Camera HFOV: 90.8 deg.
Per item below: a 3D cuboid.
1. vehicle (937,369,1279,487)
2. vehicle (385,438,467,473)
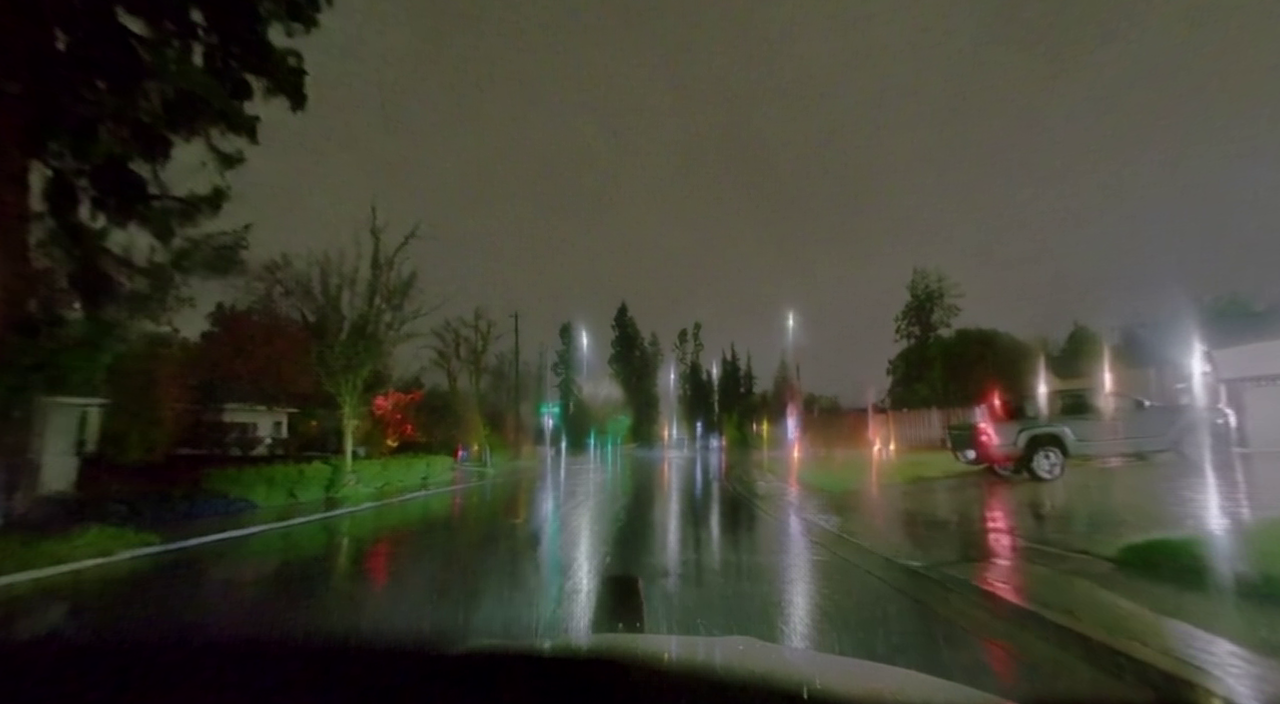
[{"bbox_3d":[10.071,1.653,13.523,6.053,2.240,2.582,-1,-8,2],"label":"vehicle"},{"bbox_3d":[-12.799,6.195,38.117,2.315,1.835,5.045,-5,-9,13],"label":"vehicle"}]
